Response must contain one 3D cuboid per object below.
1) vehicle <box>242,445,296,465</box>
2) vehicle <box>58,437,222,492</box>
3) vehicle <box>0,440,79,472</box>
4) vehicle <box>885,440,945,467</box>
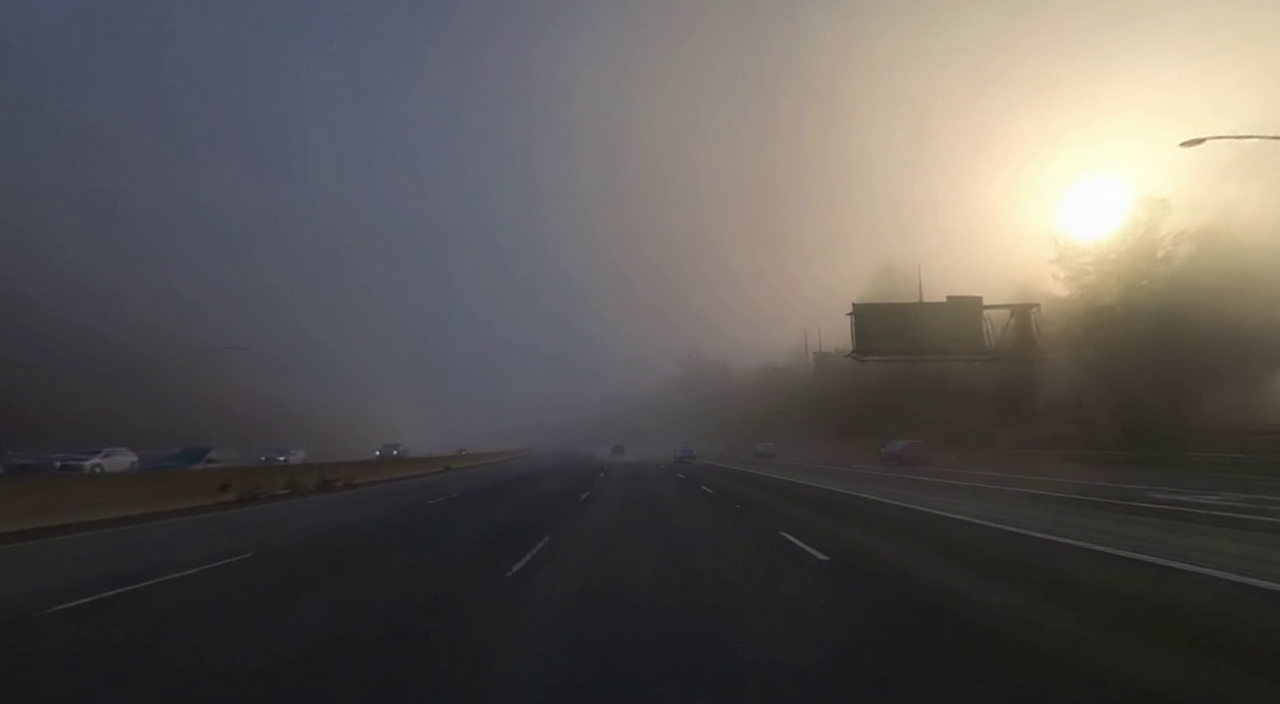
[{"bbox_3d":[-29.132,8.072,49.588,1.803,1.485,4.232,0,-9,-2],"label":"vehicle"},{"bbox_3d":[-16.687,3.779,21.386,1.900,1.651,4.421,0,-9,0],"label":"vehicle"},{"bbox_3d":[-34.613,5.850,35.429,1.918,1.668,4.607,0,-9,-3],"label":"vehicle"},{"bbox_3d":[17.202,6.390,39.640,1.955,1.607,4.232,0,-9,1],"label":"vehicle"}]
